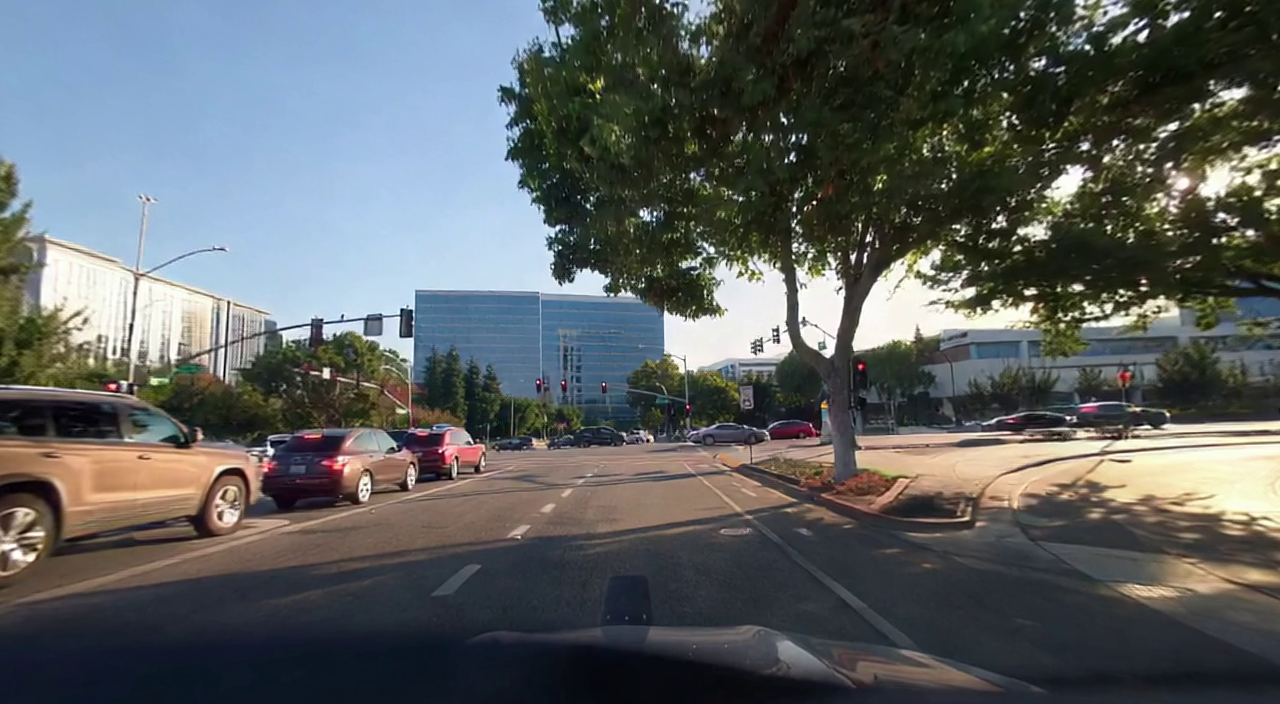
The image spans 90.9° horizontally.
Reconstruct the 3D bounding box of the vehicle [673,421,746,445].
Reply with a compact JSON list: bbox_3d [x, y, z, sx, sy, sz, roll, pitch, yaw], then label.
[{"bbox_3d":[4.736,5.545,42.996,4.836,1.508,1.875,-1,-9,6],"label":"vehicle"}]

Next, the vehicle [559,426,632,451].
[{"bbox_3d":[-2.783,5.524,40.007,4.429,1.489,1.773,-1,-9,6],"label":"vehicle"}]

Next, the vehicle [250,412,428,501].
[{"bbox_3d":[-6.700,2.388,14.684,1.967,1.741,4.385,0,-9,0],"label":"vehicle"}]

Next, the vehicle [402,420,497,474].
[{"bbox_3d":[-6.456,3.302,21.943,1.785,1.678,4.729,0,-9,1],"label":"vehicle"}]

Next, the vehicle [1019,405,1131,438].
[{"bbox_3d":[23.360,3.769,34.022,4.476,1.635,1.941,-1,-9,5],"label":"vehicle"}]

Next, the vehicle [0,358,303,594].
[{"bbox_3d":[-6.555,1.332,7.177,2.381,1.961,5.407,0,-9,0],"label":"vehicle"}]
